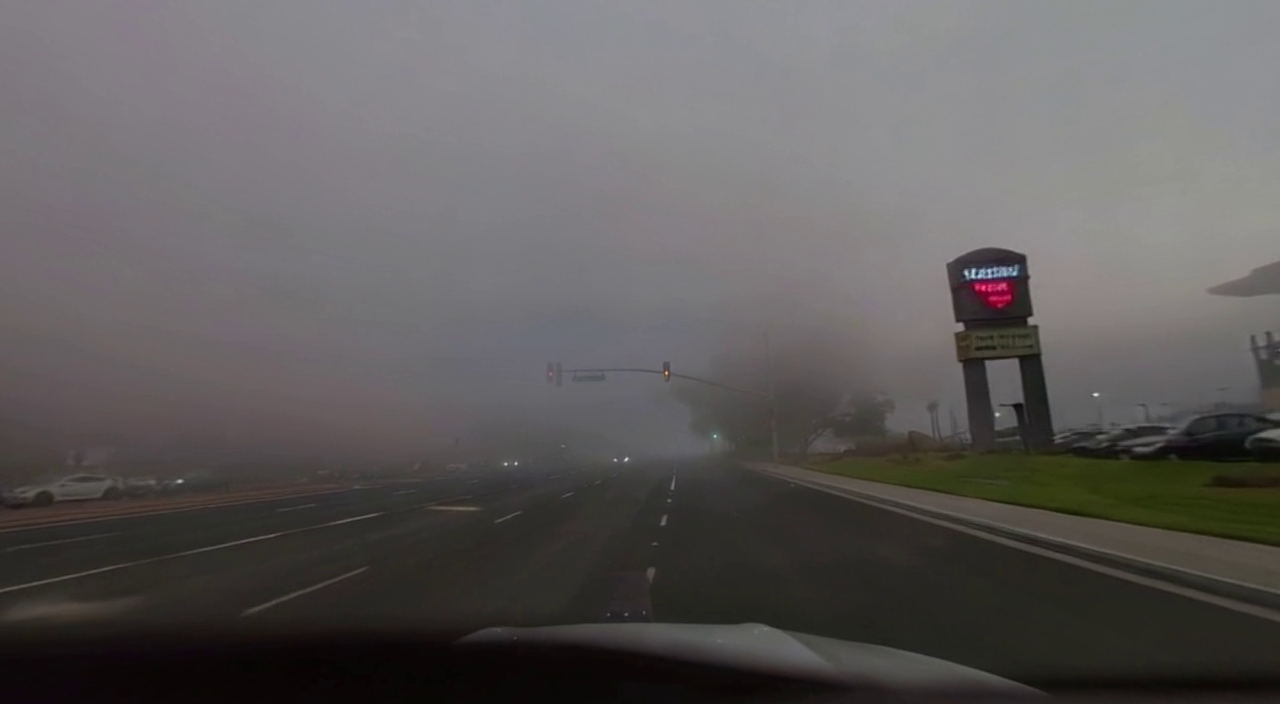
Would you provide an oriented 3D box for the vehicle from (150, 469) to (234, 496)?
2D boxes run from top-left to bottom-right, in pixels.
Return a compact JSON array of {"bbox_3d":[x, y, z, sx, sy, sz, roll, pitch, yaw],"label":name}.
[{"bbox_3d":[-29.588,8.618,41.796,1.906,1.486,4.617,-1,-9,5],"label":"vehicle"}]

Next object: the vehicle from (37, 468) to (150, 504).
[{"bbox_3d":[-30.245,7.416,35.096,1.851,1.682,4.631,-1,-9,4],"label":"vehicle"}]
